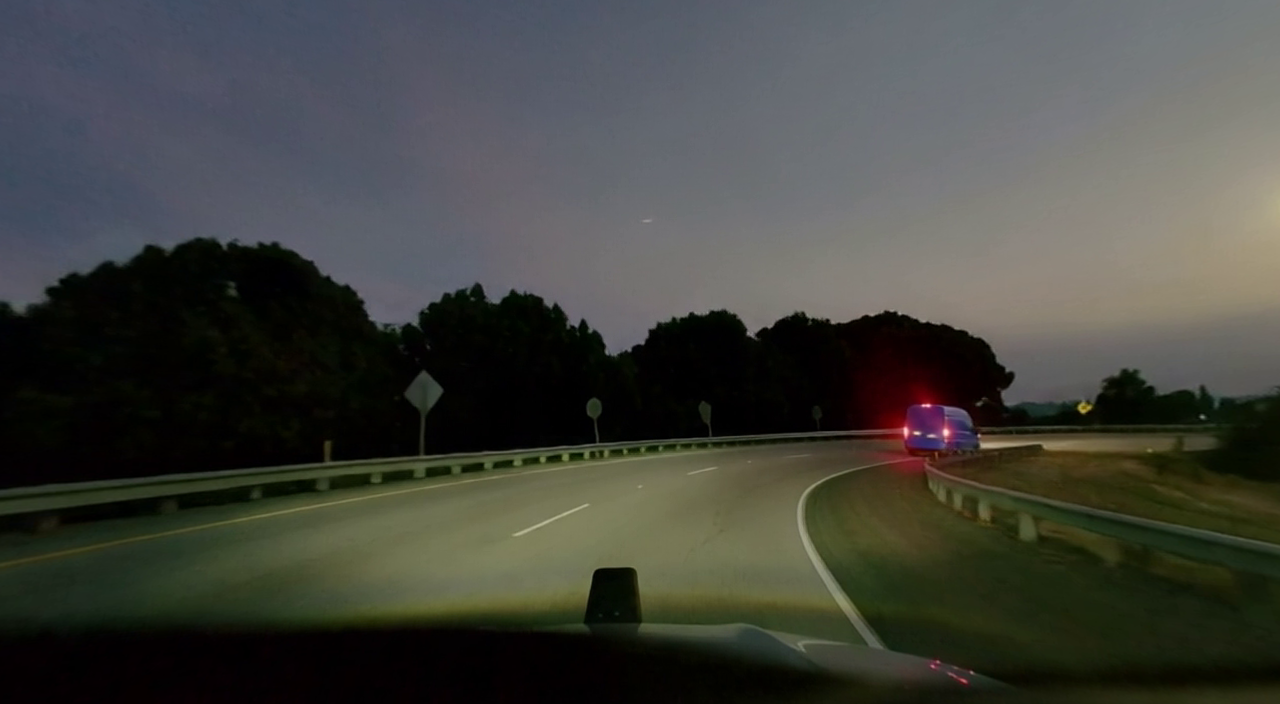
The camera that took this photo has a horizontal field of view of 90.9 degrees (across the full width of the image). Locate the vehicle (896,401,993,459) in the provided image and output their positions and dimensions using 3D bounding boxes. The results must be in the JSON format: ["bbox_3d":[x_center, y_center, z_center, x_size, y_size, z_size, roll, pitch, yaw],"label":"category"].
[{"bbox_3d":[14.937,3.821,30.780,5.330,2.577,2.352,7,-11,-43],"label":"vehicle"}]
